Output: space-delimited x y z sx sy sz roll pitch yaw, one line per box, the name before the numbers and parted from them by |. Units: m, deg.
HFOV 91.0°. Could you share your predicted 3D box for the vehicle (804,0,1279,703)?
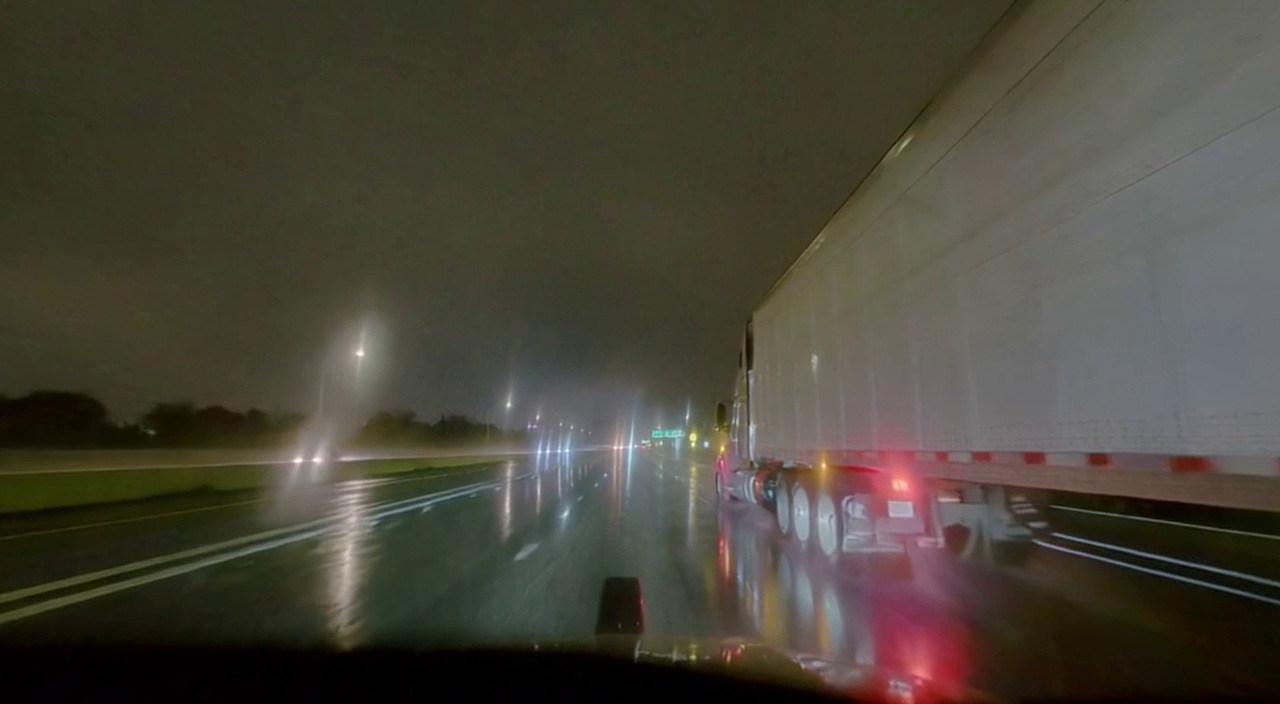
vehicle | 3.750 -0.592 0.856 2.949 4.149 16.046 0 -9 1
